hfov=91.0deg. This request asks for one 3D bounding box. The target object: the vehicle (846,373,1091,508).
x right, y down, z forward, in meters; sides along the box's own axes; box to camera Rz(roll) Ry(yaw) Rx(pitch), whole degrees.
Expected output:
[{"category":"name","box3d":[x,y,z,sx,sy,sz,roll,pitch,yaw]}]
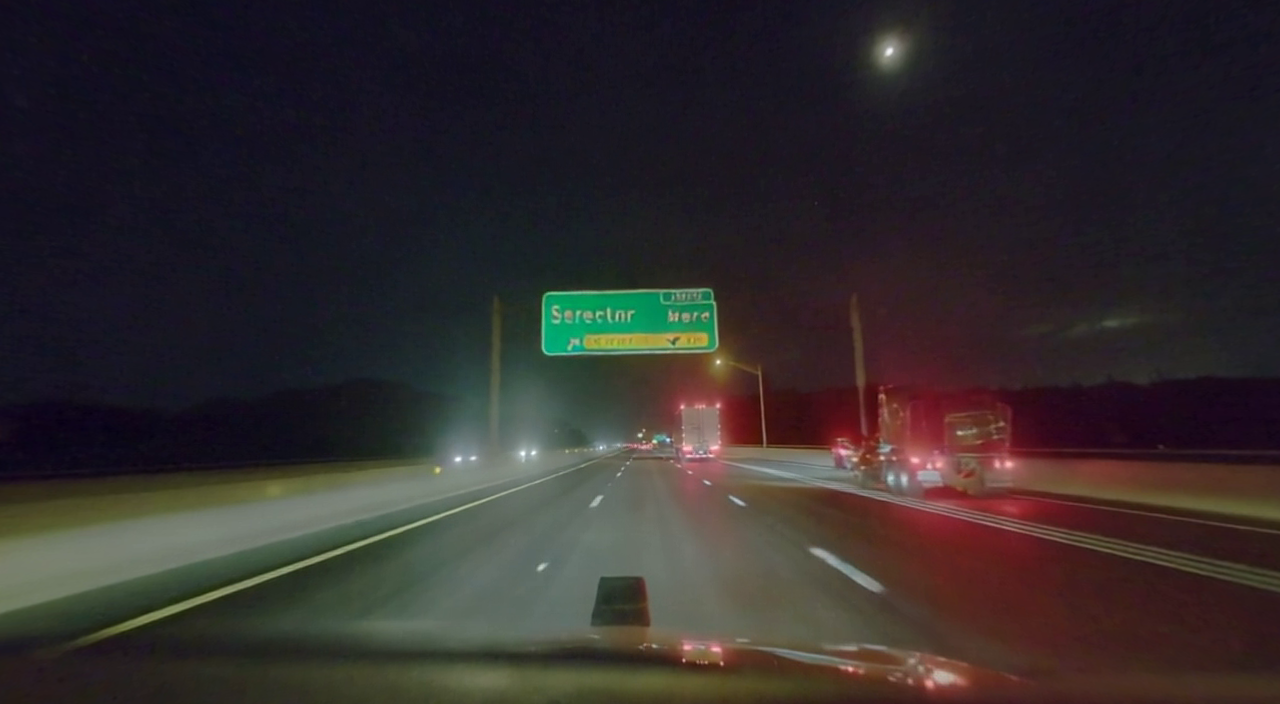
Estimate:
[{"category":"vehicle","box3d":[7.876,2.315,16.499,2.474,2.730,7.349,0,-8,0]}]
